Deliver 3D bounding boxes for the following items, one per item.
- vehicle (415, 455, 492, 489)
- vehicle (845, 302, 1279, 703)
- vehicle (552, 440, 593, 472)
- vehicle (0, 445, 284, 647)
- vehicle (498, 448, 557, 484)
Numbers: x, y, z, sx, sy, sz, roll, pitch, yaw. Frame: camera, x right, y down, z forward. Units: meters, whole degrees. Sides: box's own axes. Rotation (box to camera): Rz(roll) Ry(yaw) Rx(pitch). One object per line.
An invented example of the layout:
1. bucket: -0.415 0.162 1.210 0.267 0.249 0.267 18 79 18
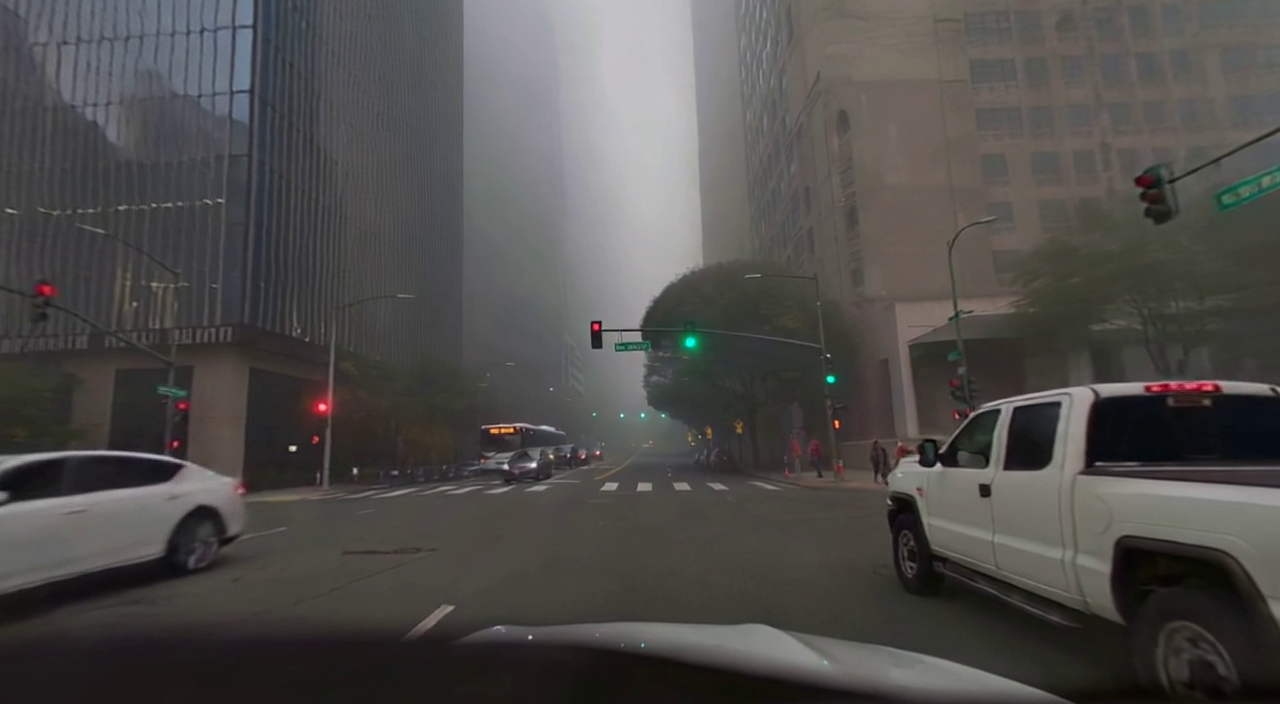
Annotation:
1. vehicle: -9.379 6.044 32.181 2.003 1.489 4.656 -1 -8 8
2. vehicle: 3.321 1.053 4.198 2.118 1.848 5.426 0 -8 0
3. vehicle: -4.927 7.710 46.866 2.304 2.208 5.200 0 -8 2
4. vehicle: -5.641 1.569 5.617 1.956 1.457 4.958 0 -8 1
5. vehicle: -5.472 5.579 31.208 1.997 1.610 4.144 0 -8 2
